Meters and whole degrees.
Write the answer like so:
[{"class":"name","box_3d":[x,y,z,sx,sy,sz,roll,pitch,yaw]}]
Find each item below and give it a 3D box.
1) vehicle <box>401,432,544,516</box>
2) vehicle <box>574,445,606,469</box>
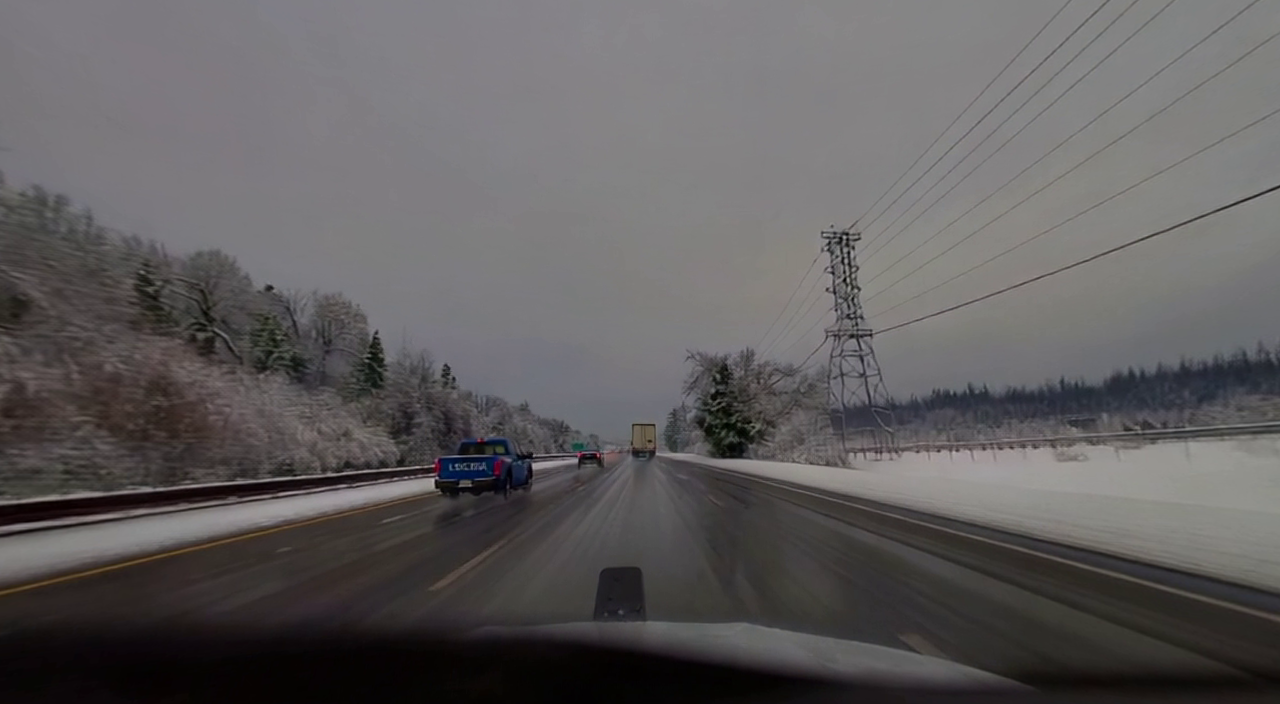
[{"class":"vehicle","box_3d":[-3.830,2.879,15.484,2.049,1.697,4.998,0,-9,1]},{"class":"vehicle","box_3d":[-3.842,8.182,49.246,2.111,1.735,4.066,0,-9,1]}]
